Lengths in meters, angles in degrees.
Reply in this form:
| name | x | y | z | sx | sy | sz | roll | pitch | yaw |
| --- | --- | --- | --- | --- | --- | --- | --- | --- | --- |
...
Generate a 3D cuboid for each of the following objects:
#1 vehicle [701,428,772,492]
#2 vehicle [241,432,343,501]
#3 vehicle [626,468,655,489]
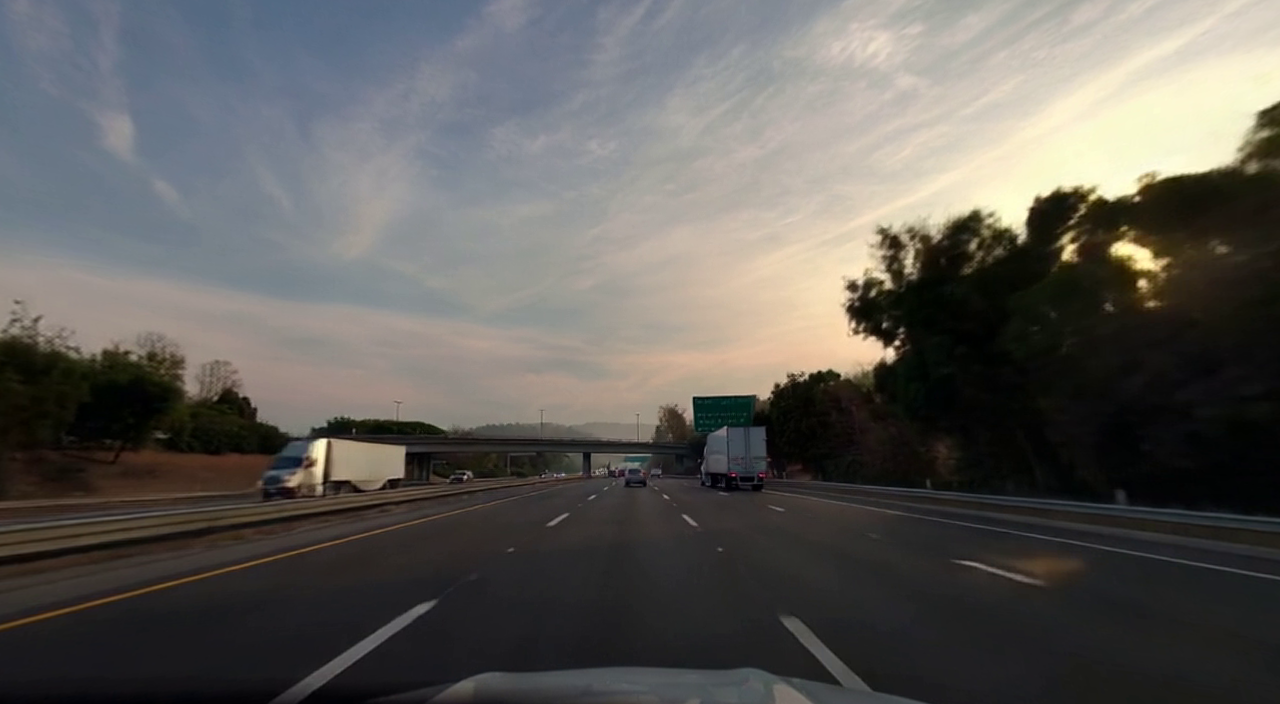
| name | x | y | z | sx | sy | sz | roll | pitch | yaw |
| --- | --- | --- | --- | --- | --- | --- | --- | --- | --- |
| vehicle | 6.869 | 8.183 | 47.300 | 2.926 | 4.073 | 13.836 | 1 | -10 | -1 |
| vehicle | -22.591 | 7.520 | 41.409 | 2.988 | 4.124 | 6.101 | 1 | -10 | 0 |
| vehicle | -0.008 | 9.238 | 46.232 | 2.029 | 1.459 | 3.684 | 1 | -10 | -1 |
